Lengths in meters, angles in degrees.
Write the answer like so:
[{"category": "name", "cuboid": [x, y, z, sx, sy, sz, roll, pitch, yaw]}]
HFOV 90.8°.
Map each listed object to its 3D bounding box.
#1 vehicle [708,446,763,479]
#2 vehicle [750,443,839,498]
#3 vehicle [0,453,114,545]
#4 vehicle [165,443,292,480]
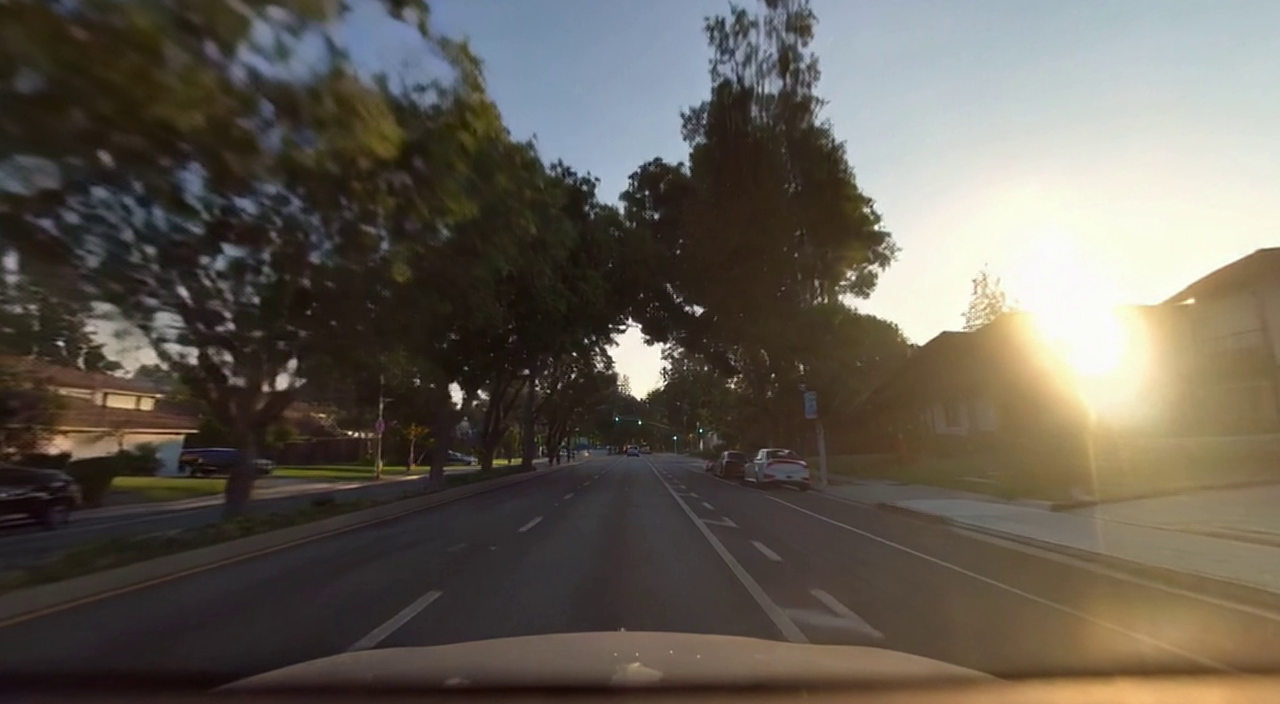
[{"category": "vehicle", "cuboid": [4.650, 5.433, 31.391, 2.065, 1.463, 4.814, 0, -8, 1]}, {"category": "vehicle", "cuboid": [4.750, 3.673, 19.938, 1.875, 1.540, 3.402, 0, -8, -1]}, {"category": "vehicle", "cuboid": [-12.293, 2.718, 11.436, 1.939, 1.537, 4.197, -3, -7, 0]}, {"category": "vehicle", "cuboid": [-20.993, 5.593, 32.417, 4.931, 1.801, 2.142, 0, -9, -1]}]
